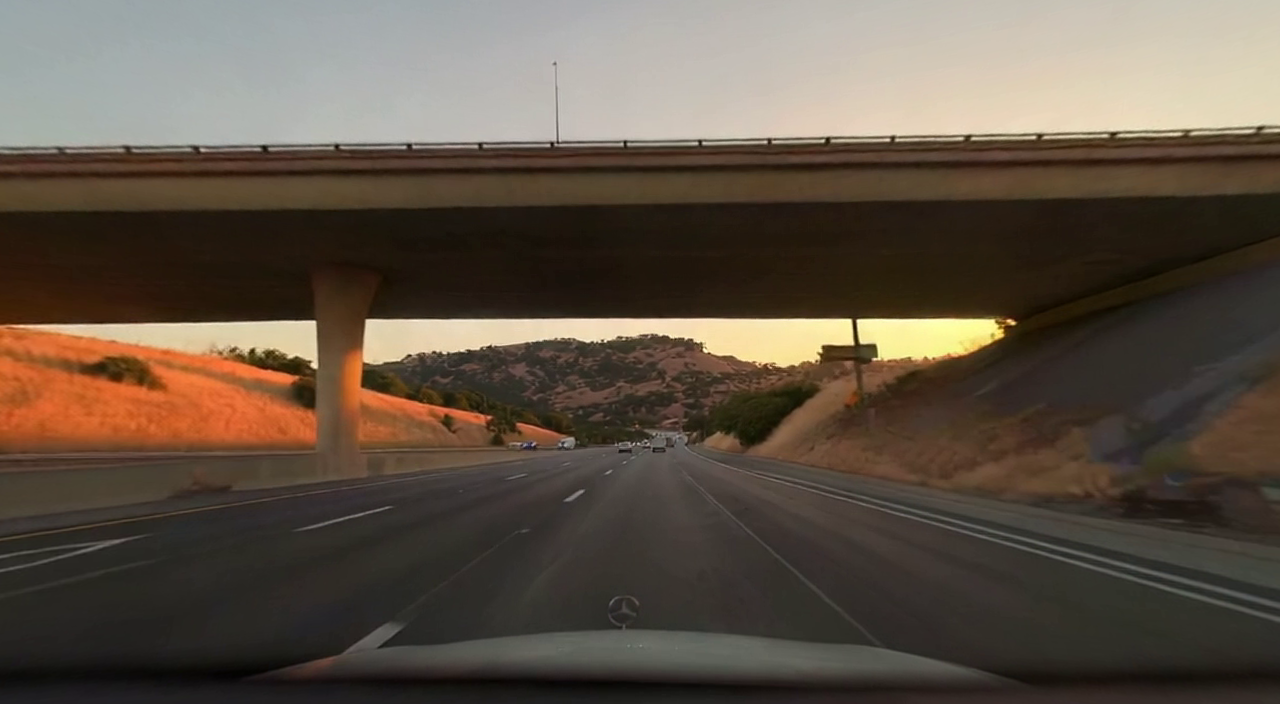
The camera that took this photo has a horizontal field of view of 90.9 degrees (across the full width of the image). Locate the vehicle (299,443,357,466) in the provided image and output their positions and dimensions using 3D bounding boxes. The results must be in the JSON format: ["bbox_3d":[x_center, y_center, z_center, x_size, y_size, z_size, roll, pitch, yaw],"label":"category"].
[{"bbox_3d":[-23.482,7.715,47.708,1.958,1.613,4.502,0,-9,2],"label":"vehicle"}]
